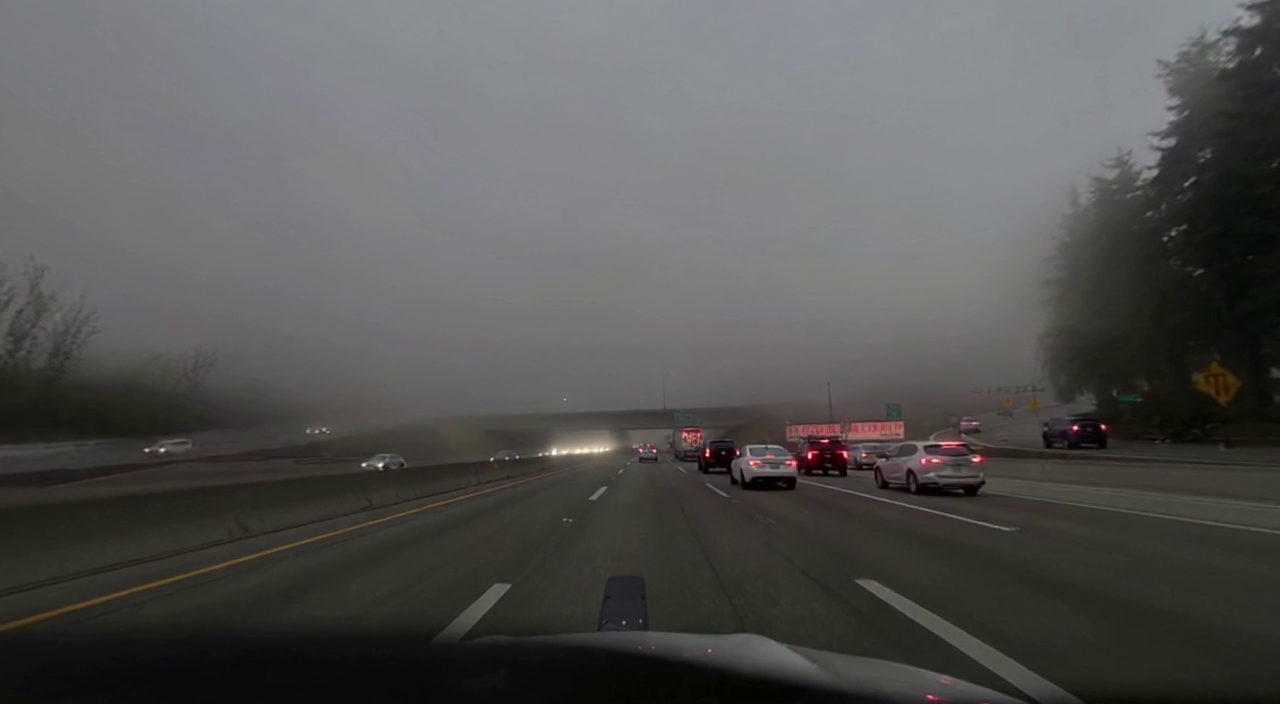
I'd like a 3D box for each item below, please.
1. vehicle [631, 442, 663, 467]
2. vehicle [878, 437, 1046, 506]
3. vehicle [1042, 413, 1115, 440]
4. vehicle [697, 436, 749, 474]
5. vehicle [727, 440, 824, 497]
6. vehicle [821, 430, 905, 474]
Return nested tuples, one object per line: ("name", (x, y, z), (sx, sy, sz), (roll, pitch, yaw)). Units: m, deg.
("vehicle", (0.438, 7.172, 44.096), (2.124, 1.639, 4.122), (0, -9, 0))
("vehicle", (7.846, 2.932, 15.946), (1.919, 1.476, 4.303), (0, -9, -1))
("vehicle", (31.971, 5.510, 46.218), (2.131, 1.840, 4.870), (-1, -9, 5))
("vehicle", (4.314, 5.468, 33.636), (2.086, 1.858, 4.737), (0, -9, -1))
("vehicle", (3.884, 3.424, 18.911), (1.902, 1.481, 4.451), (0, -9, -1))
("vehicle", (11.198, 5.079, 32.252), (2.193, 2.025, 5.606), (0, -9, 0))
